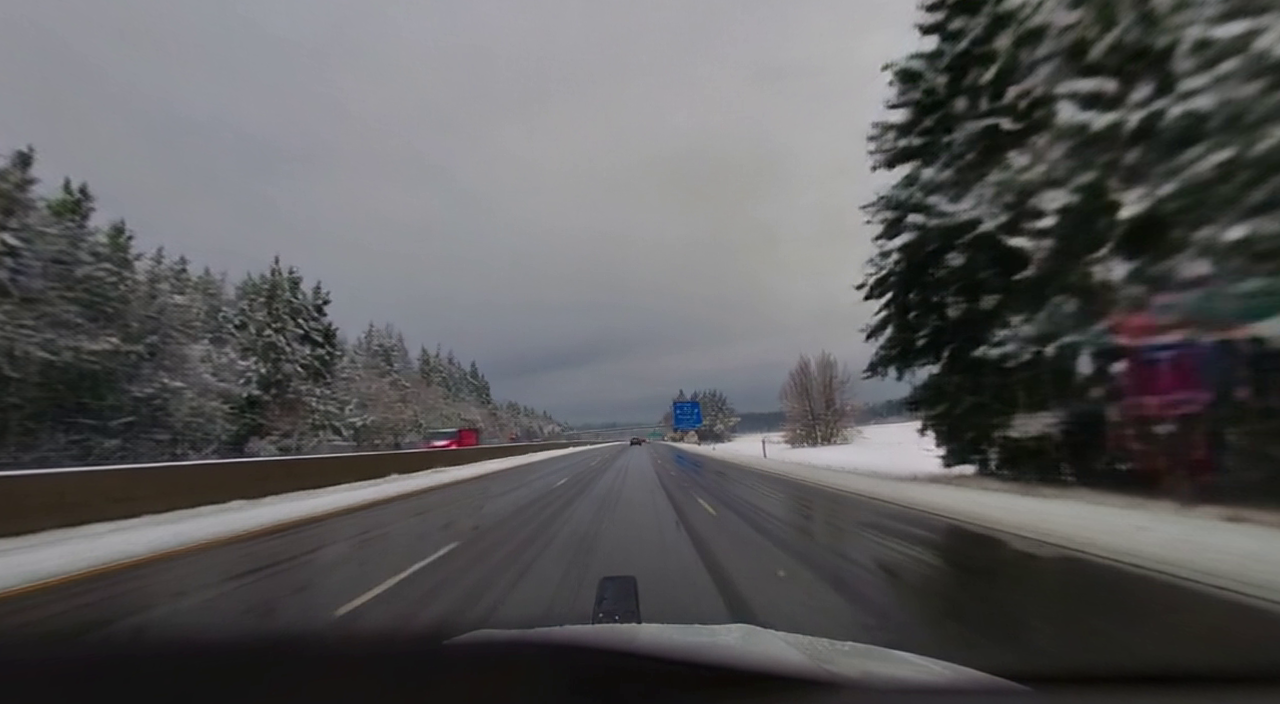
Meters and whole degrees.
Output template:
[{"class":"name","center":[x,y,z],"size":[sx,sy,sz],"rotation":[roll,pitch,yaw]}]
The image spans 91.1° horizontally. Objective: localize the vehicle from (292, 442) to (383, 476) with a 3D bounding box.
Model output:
[{"class":"vehicle","center":[-14.066,4.976,29.569],"size":[1.907,1.420,4.666],"rotation":[0,-8,0]}]
